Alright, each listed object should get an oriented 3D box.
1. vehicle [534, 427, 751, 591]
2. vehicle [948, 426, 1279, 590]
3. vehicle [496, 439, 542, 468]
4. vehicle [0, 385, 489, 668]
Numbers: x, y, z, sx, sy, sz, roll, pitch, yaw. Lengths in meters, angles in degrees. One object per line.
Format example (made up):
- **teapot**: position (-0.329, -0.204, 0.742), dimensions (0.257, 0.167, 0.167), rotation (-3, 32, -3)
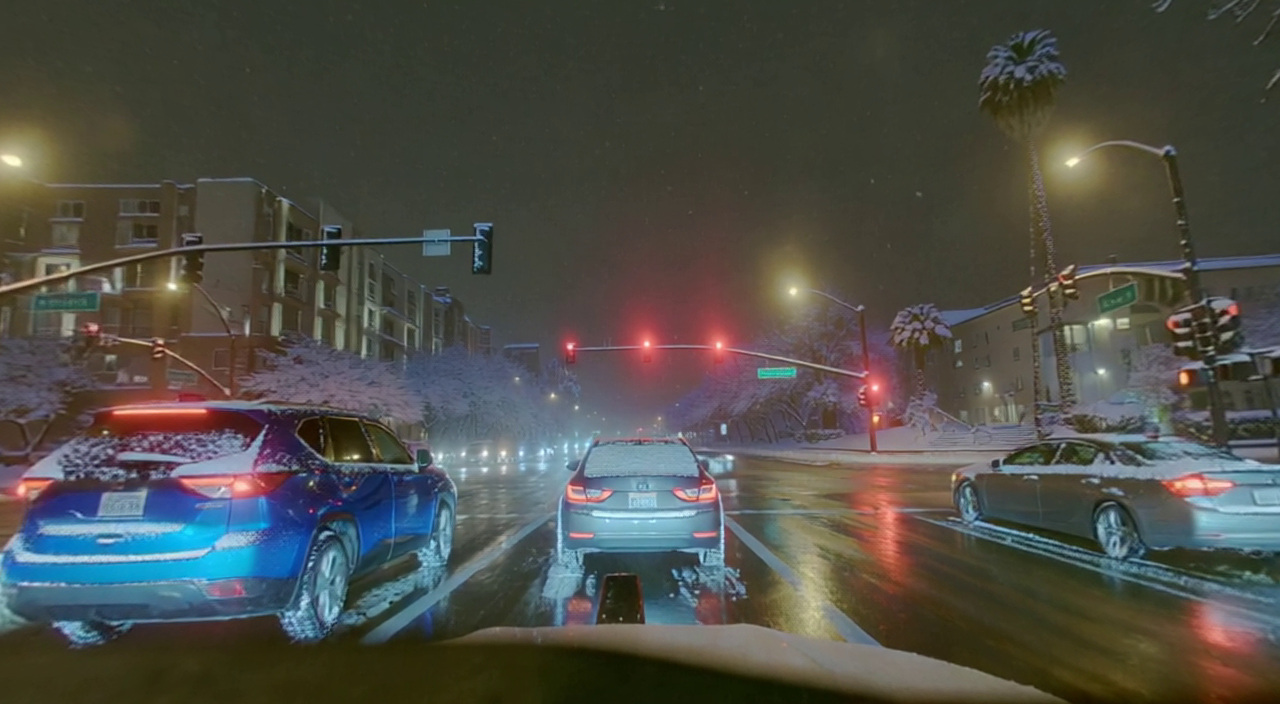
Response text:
- **vehicle**: position (-0.005, 1.705, 7.722), dimensions (1.942, 1.445, 3.973), rotation (0, -8, -1)
- **vehicle**: position (6.091, 1.768, 8.115), dimensions (1.970, 1.489, 4.482), rotation (0, -8, -1)
- **vehicle**: position (-7.944, 6.702, 42.030), dimensions (2.130, 1.810, 4.450), rotation (-2, -8, 1)
- **vehicle**: position (-3.108, 1.373, 6.104), dimensions (2.051, 1.682, 4.467), rotation (0, -8, 2)
